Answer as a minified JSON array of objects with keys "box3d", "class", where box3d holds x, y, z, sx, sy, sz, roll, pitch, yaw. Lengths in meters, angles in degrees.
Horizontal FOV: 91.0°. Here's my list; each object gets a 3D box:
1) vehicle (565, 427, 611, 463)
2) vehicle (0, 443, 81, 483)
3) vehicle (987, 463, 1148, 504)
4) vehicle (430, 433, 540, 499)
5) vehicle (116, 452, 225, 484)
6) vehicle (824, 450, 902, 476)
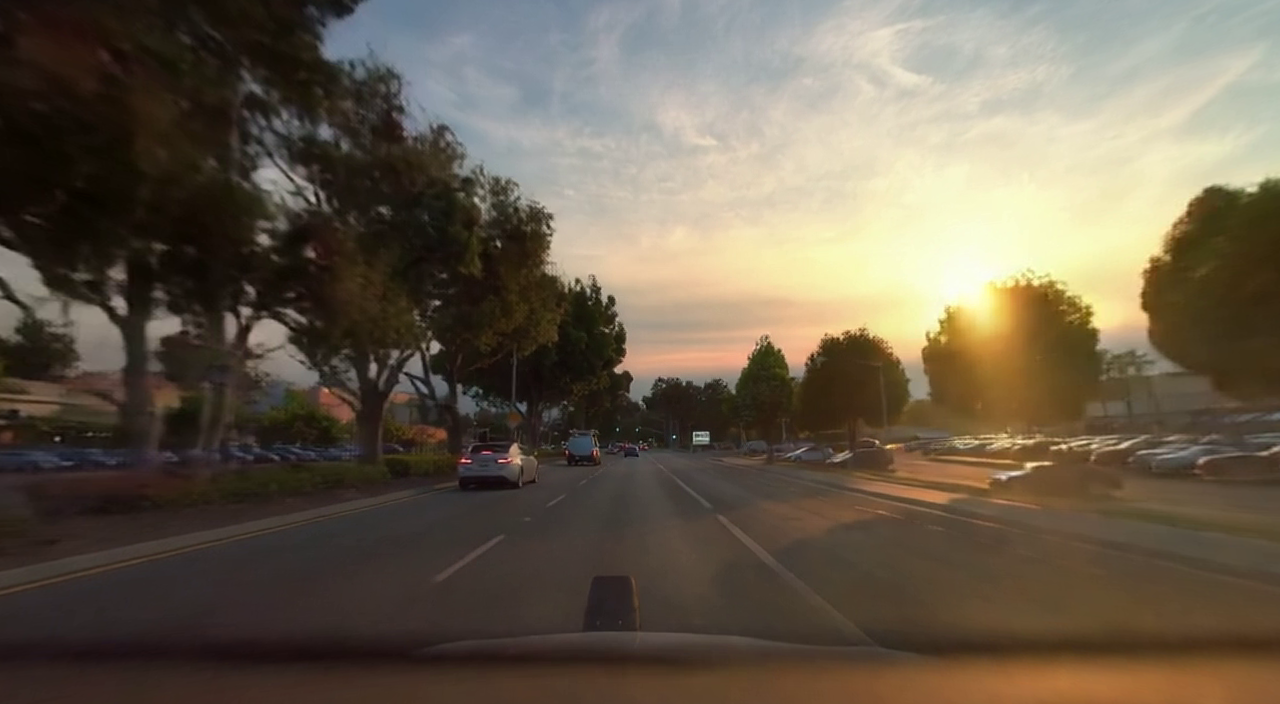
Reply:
[{"box3d":[-3.828,7.087,47.835,2.917,2.524,6.990,0,-9,0],"class":"vehicle"},{"box3d":[-28.609,5.017,28.732,1.946,1.711,4.518,0,-9,0],"class":"vehicle"},{"box3d":[16.487,5.080,24.483,4.723,1.466,2.085,0,-9,-1],"class":"vehicle"},{"box3d":[-4.309,3.241,18.316,2.109,1.672,4.256,0,-9,0],"class":"vehicle"},{"box3d":[-22.999,5.667,31.100,1.885,1.428,4.638,0,-9,-1],"class":"vehicle"},{"box3d":[16.752,8.335,47.480,5.041,1.803,2.182,-1,-9,1],"class":"vehicle"}]
